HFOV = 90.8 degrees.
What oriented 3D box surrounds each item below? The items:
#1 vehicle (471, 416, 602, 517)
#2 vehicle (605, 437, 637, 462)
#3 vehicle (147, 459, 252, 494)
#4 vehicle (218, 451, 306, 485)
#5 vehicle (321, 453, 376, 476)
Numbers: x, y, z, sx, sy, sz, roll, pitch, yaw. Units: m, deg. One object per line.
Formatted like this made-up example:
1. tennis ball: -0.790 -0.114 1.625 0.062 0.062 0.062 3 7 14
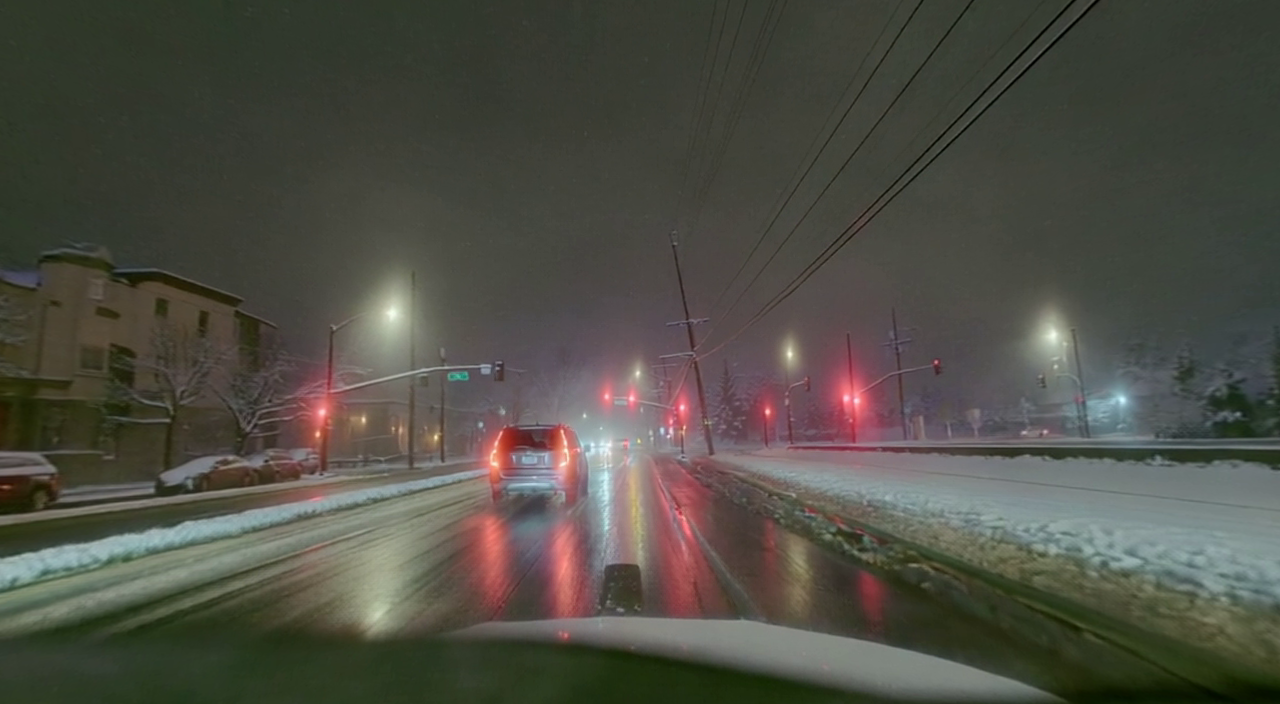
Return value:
1. vehicle: -1.948 2.323 13.224 2.022 1.757 4.041 0 -9 0
2. vehicle: -1.282 6.828 44.330 2.144 1.681 3.855 0 -9 -1
3. vehicle: -20.457 5.759 29.596 1.790 1.415 4.450 0 -9 -2
4. vehicle: -20.420 6.266 34.391 1.989 1.689 4.388 0 -9 1
5. vehicle: -20.505 7.902 44.634 1.826 1.430 4.426 0 -9 -1
